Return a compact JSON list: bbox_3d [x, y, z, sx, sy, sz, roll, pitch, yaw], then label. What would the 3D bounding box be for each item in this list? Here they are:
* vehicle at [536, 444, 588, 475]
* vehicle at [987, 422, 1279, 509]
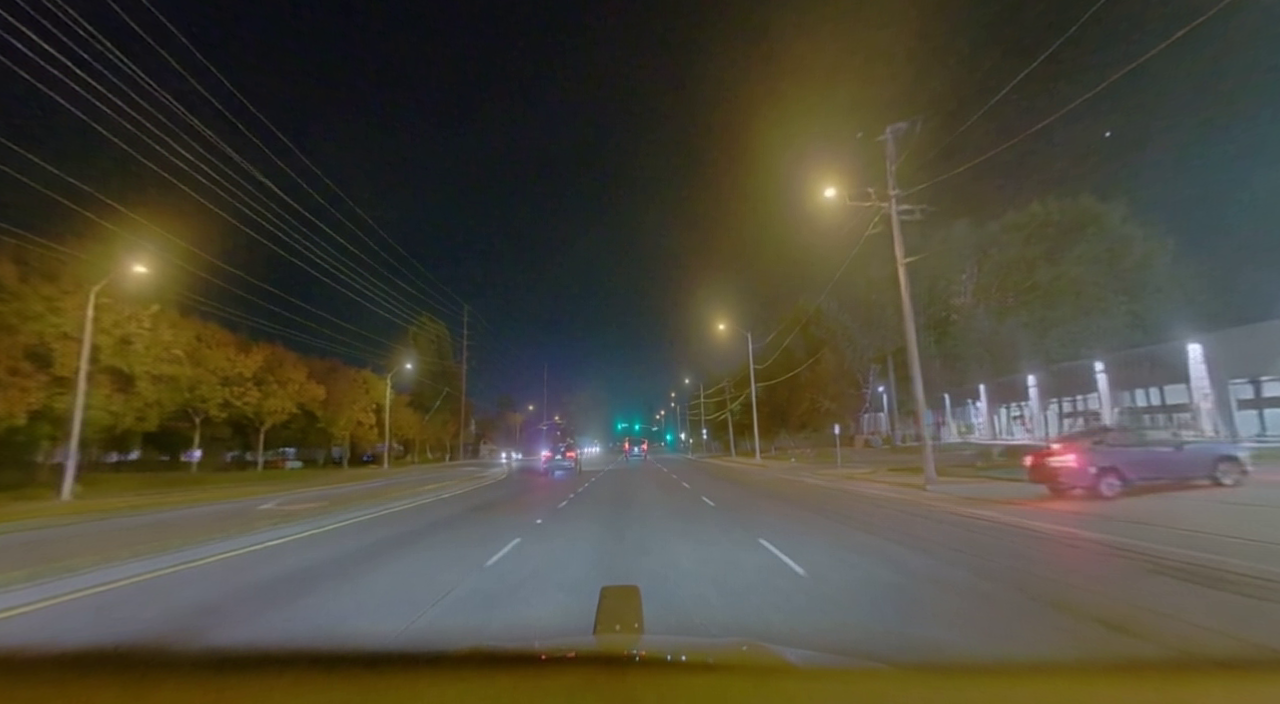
[{"bbox_3d":[-3.797,5.326,31.497,2.076,1.444,4.328,0,-8,0],"label":"vehicle"},{"bbox_3d":[10.217,2.295,13.042,4.885,1.576,2.024,0,-8,-6],"label":"vehicle"}]
